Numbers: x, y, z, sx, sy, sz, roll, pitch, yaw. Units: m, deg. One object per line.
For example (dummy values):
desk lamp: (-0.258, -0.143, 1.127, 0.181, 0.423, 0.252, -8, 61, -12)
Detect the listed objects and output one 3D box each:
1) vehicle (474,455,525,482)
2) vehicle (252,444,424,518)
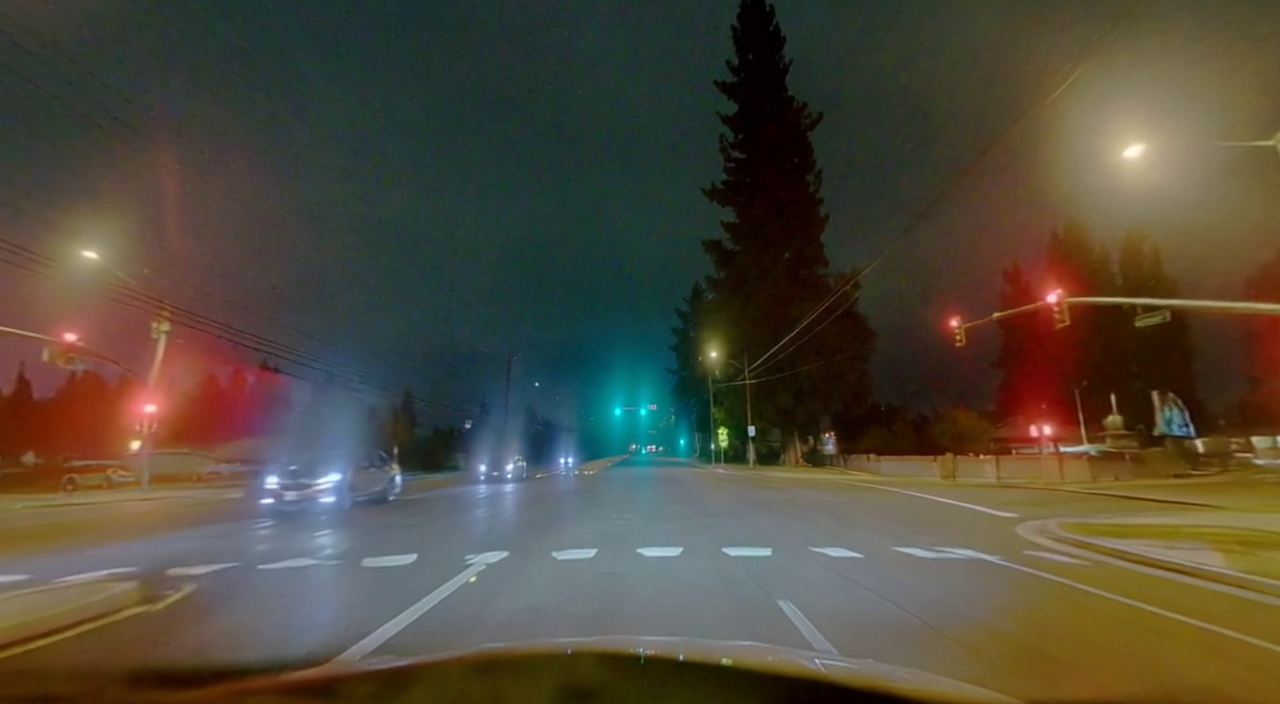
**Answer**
vehicle: (-8.554, 7.133, 38.713, 2.099, 1.468, 4.126, -1, -9, 2)
vehicle: (-8.554, 3.674, 18.657, 2.206, 1.836, 5.559, 0, -9, 2)
